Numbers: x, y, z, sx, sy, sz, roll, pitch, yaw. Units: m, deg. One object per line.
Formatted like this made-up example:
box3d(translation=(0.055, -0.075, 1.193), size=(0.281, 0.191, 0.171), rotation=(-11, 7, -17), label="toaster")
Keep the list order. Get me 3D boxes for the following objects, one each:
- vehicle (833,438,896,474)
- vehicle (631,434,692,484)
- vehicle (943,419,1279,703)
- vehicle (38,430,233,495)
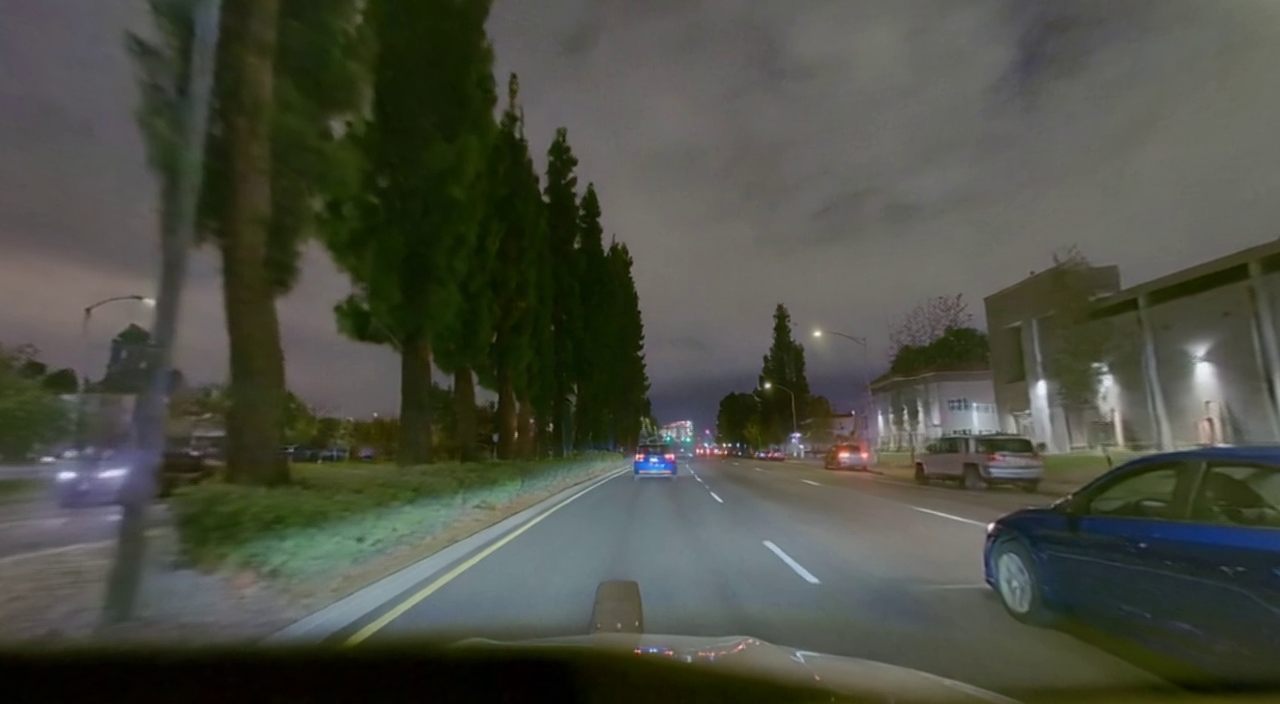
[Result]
box3d(translation=(12.335, 5.720, 35.073), size=(2.039, 1.826, 4.704), rotation=(-1, -9, 4), label="vehicle")
box3d(translation=(0.775, 4.019, 23.994), size=(2.085, 1.693, 4.301), rotation=(0, -9, 1), label="vehicle")
box3d(translation=(3.823, 1.148, 3.714), size=(1.918, 1.418, 4.360), rotation=(0, -9, 0), label="vehicle")
box3d(translation=(-15.520, 3.405, 19.917), size=(2.290, 1.758, 4.900), rotation=(0, -9, -4), label="vehicle")
